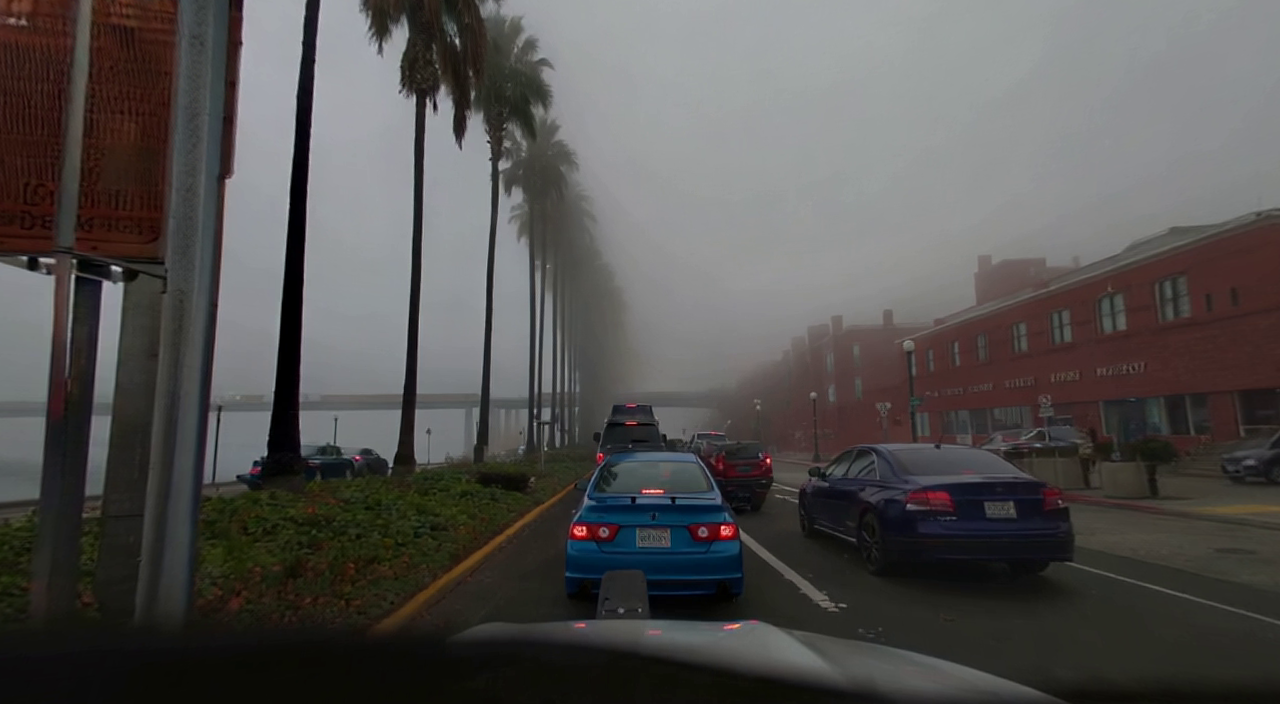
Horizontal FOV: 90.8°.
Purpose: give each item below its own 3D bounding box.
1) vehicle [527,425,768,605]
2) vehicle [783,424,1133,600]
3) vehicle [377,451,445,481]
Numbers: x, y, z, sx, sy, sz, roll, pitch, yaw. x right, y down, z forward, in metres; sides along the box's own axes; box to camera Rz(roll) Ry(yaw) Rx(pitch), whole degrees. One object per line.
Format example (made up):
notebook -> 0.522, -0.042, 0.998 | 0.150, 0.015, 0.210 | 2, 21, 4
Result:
vehicle -> 0.058, 1.670, 7.289 | 2.048, 1.503, 3.681 | 0, -9, 0
vehicle -> 3.259, 1.719, 7.722 | 1.920, 1.490, 4.417 | 0, -9, -1
vehicle -> -14.962, 7.472, 41.678 | 2.104, 1.802, 4.852 | -1, -9, 8
